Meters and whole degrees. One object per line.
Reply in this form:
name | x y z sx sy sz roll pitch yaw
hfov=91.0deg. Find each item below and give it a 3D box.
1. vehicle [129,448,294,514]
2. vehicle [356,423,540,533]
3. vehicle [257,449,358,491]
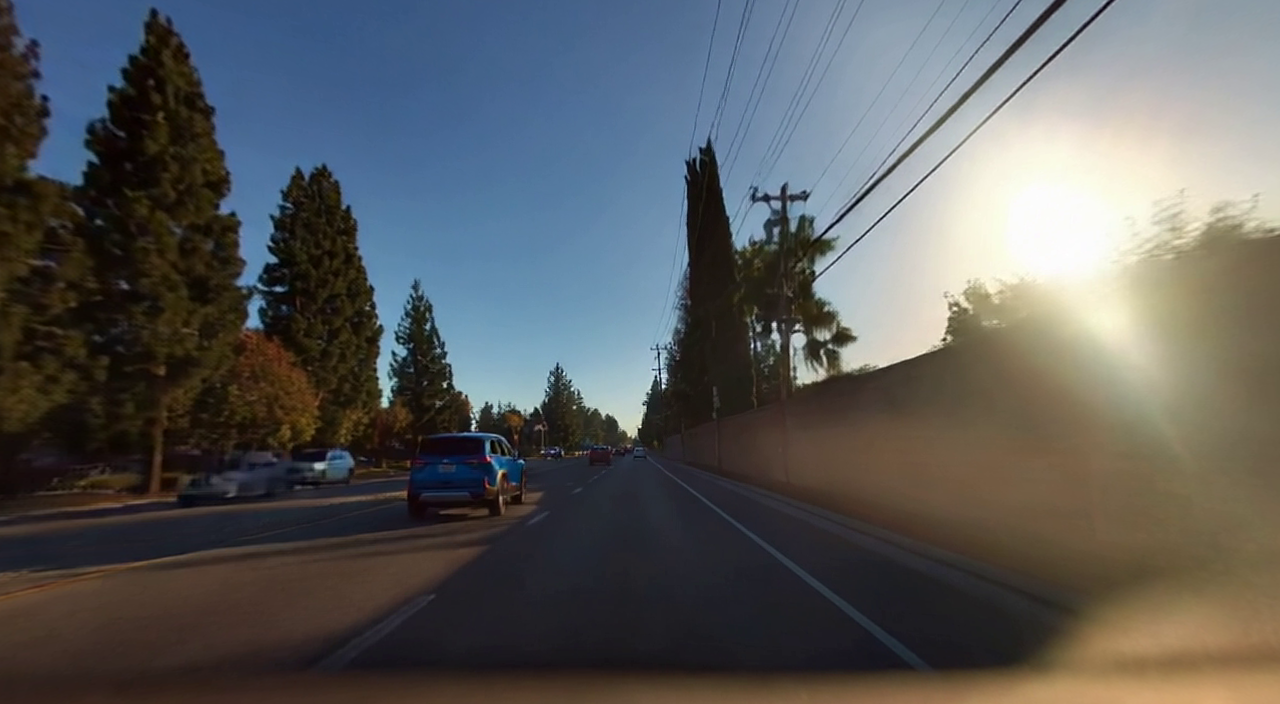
vehicle | -11.955 3.585 17.967 1.855 1.619 4.040 0 -9 0
vehicle | -3.432 2.355 12.388 2.147 1.730 4.555 0 -8 1
vehicle | -15.725 5.560 30.144 2.096 1.799 4.990 -1 -8 0
